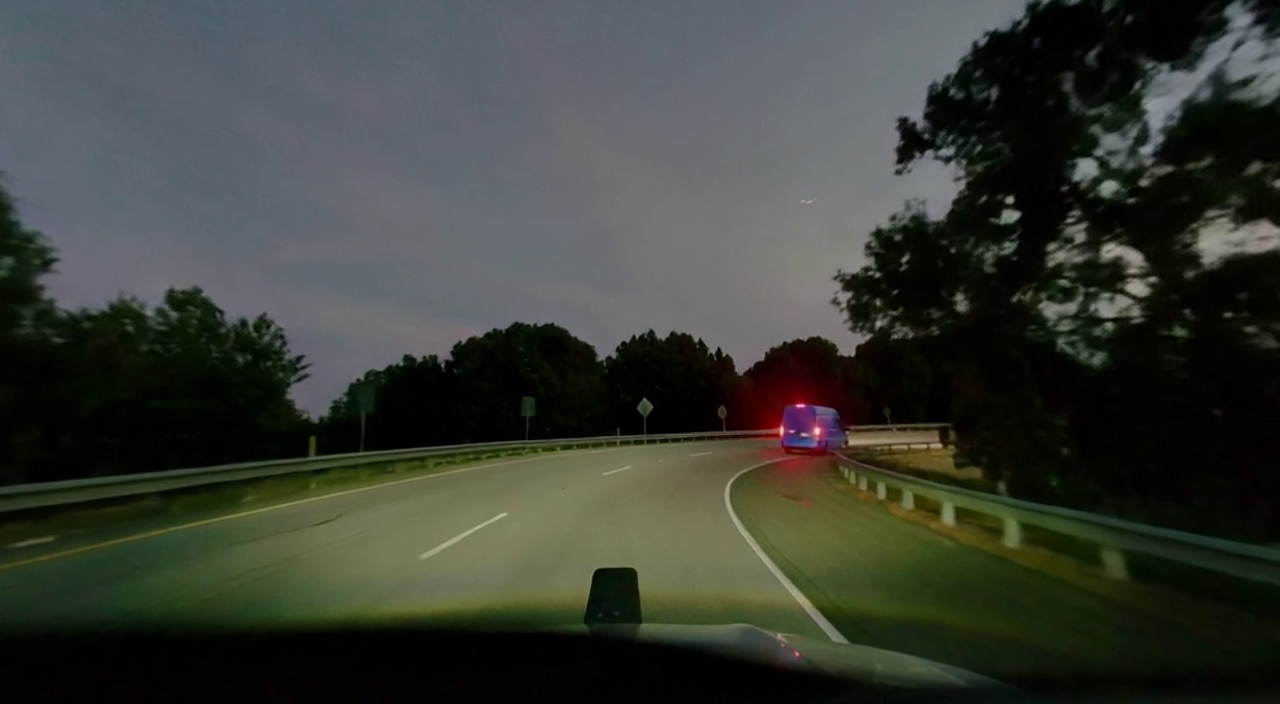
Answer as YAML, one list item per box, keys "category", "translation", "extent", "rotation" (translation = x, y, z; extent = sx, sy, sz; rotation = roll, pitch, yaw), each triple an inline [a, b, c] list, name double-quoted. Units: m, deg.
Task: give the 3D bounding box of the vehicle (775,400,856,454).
- category: "vehicle"
  translation: [9.374, 3.991, 33.353]
  extent: [2.352, 2.577, 5.330]
  rotation: [-5, -9, 35]
